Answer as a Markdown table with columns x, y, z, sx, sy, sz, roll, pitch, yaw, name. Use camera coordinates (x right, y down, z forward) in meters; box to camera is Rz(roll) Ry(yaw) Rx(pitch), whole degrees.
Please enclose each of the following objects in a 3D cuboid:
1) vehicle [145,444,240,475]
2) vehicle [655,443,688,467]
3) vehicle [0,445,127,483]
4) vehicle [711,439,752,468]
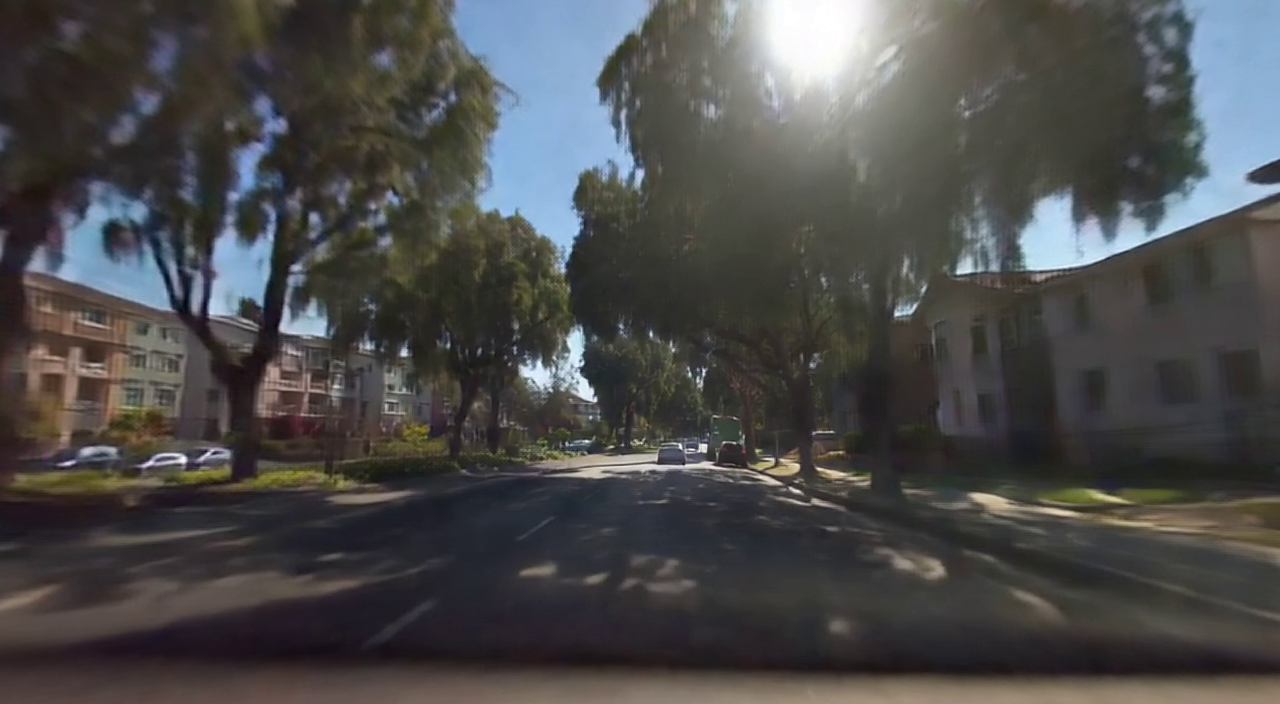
| x | y | z | sx | sy | sz | roll | pitch | yaw | name |
| --- | --- | --- | --- | --- | --- | --- | --- | --- | --- |
| -24.200 | 5.823 | 34.303 | 1.841 | 1.493 | 4.335 | -2 | -9 | 3 | vehicle |
| 1.917 | 6.193 | 38.088 | 1.871 | 1.370 | 4.206 | -1 | -8 | 3 | vehicle |
| -24.834 | 4.720 | 26.887 | 1.814 | 1.484 | 4.474 | -1 | -9 | 6 | vehicle |
| 5.642 | 6.320 | 39.493 | 2.121 | 1.659 | 4.675 | -1 | -9 | 3 | vehicle |
